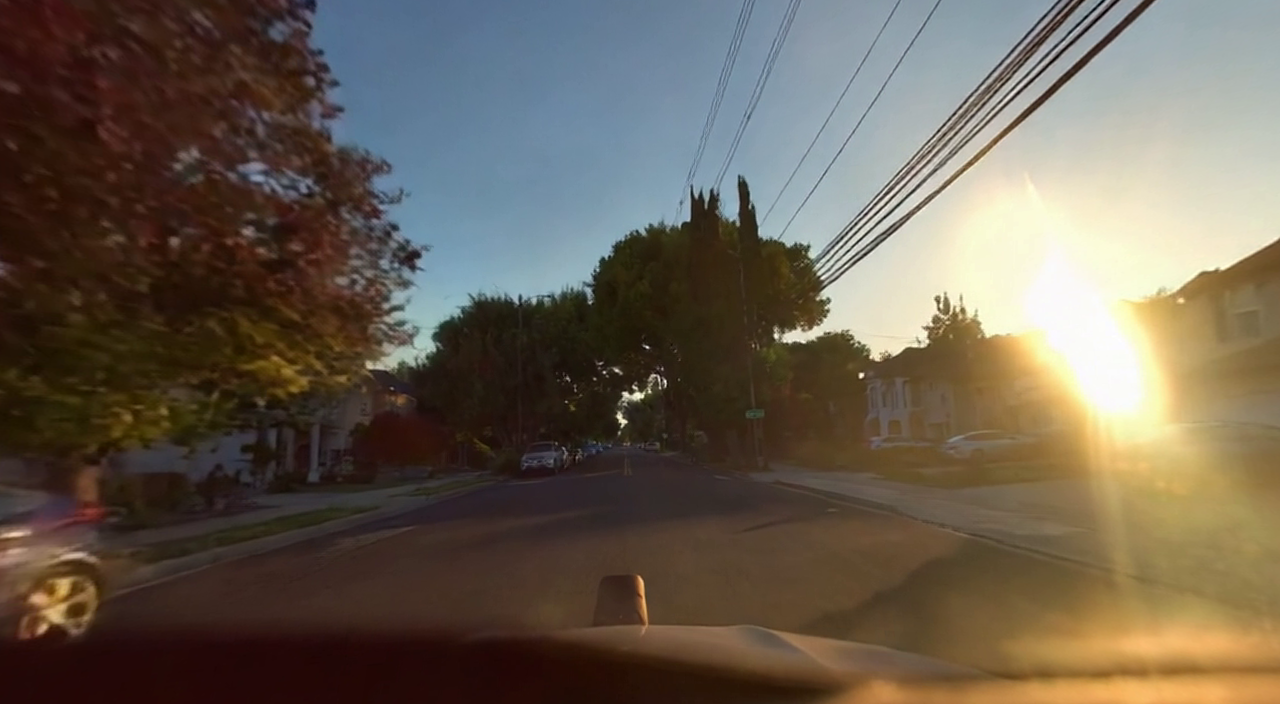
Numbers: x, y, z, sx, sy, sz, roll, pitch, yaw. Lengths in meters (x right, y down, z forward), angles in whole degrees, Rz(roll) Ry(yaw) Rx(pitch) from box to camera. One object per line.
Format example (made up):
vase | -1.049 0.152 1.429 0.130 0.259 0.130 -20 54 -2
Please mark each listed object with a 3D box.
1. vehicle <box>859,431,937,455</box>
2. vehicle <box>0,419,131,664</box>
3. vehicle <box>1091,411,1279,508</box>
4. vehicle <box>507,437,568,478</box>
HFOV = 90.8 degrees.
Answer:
vehicle | 17.617 6.257 43.290 4.372 1.490 2.032 -1 -11 2
vehicle | -5.411 1.231 3.349 1.970 1.666 4.223 -3 -7 -1
vehicle | 11.805 2.051 12.407 4.226 1.679 1.983 -3 -8 6
vehicle | -5.818 6.026 36.596 2.411 1.979 5.915 -5 -8 0
